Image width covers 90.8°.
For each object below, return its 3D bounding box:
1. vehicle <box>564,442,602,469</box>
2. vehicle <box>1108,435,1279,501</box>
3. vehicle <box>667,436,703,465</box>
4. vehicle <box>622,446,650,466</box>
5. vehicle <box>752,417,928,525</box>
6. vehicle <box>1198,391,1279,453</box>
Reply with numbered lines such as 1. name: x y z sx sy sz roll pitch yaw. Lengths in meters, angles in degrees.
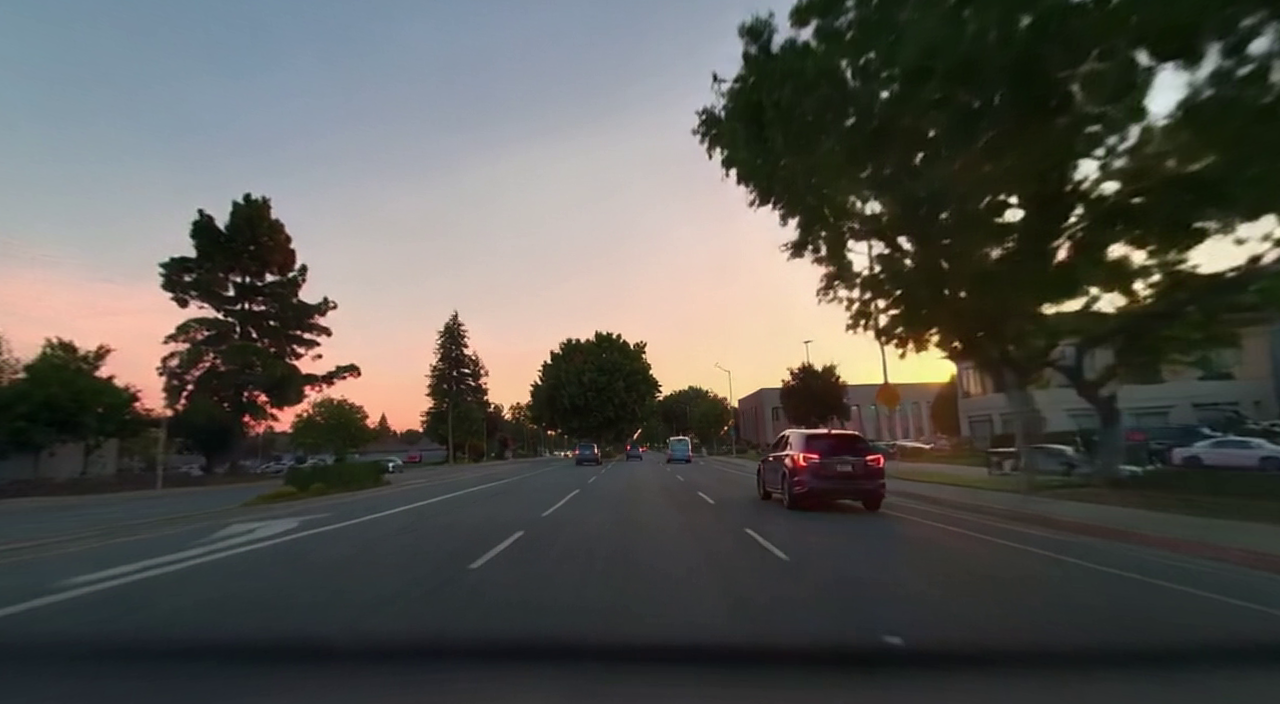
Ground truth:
1. vehicle: -3.982 7.377 45.037 2.220 1.793 4.885 0 -9 1
2. vehicle: 16.293 3.259 17.959 4.407 1.494 1.799 -4 -9 1
3. vehicle: 3.338 7.483 48.019 2.197 2.034 4.667 0 -9 -2
4. vehicle: -0.318 7.934 48.448 2.074 1.463 4.016 0 -9 -1
5. vehicle: 3.768 2.335 12.895 2.060 1.816 4.343 0 -9 -1
6. vehicle: 36.805 4.071 36.823 5.871 3.300 2.842 0 -11 -9
